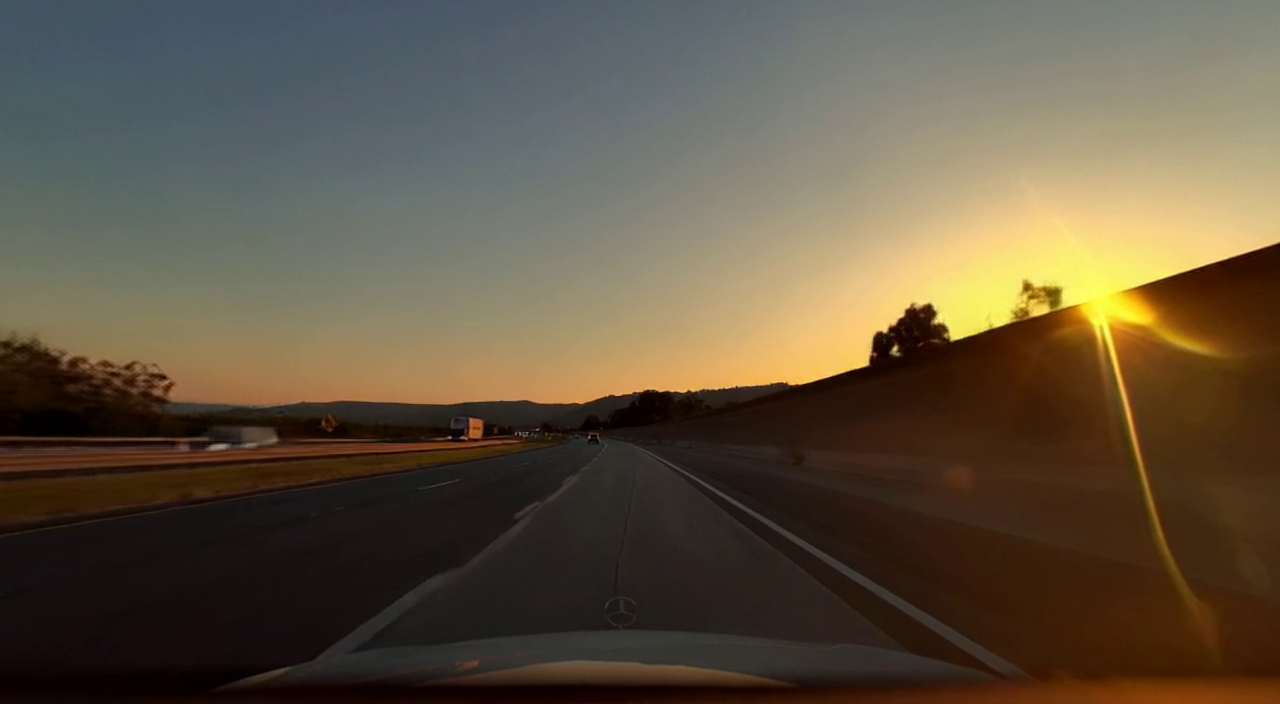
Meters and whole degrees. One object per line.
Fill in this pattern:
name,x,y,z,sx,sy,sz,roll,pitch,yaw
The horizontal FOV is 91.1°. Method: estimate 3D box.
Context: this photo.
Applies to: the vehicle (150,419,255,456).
vehicle,-20.150,3.996,29.162,1.884,1.559,4.143,0,-8,-1
